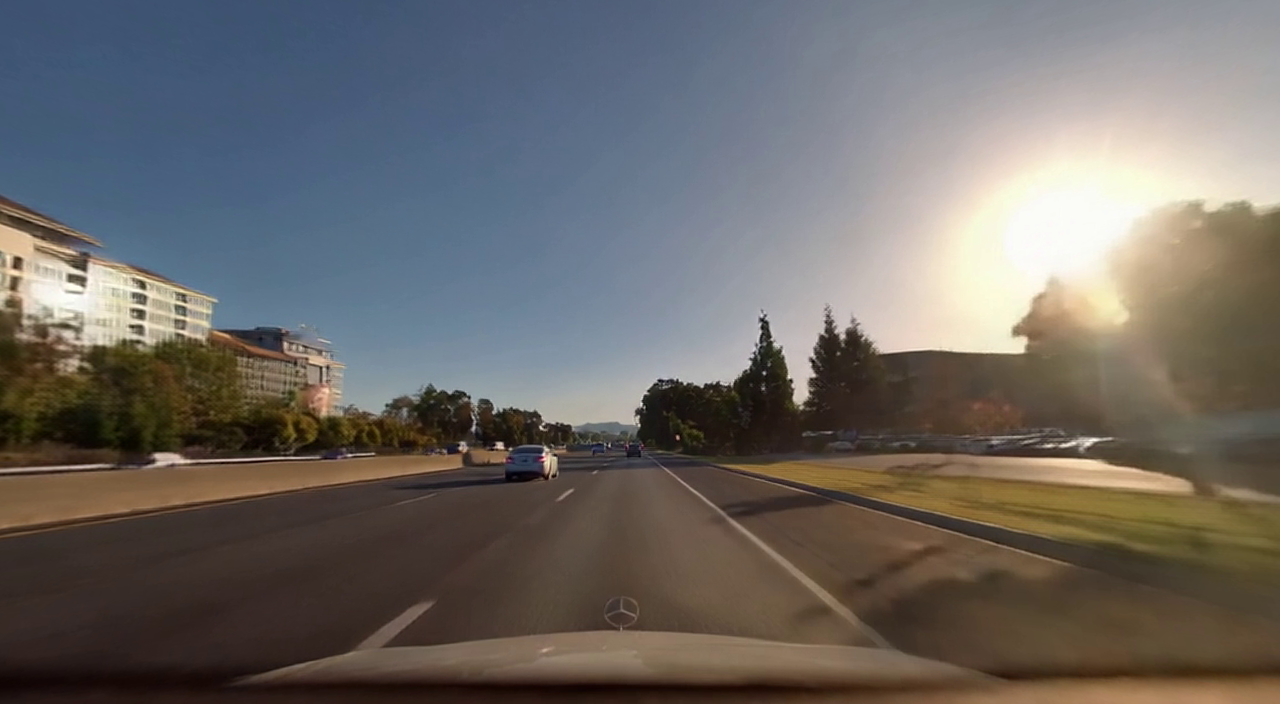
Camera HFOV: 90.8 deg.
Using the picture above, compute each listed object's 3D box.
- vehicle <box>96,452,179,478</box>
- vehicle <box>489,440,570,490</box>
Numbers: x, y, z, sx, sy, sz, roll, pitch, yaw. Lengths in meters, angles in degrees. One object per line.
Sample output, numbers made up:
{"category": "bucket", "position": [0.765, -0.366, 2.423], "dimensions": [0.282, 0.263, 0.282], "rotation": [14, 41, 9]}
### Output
{"category": "vehicle", "position": [-31.743, 7.140, 40.067], "dimensions": [1.782, 1.470, 4.149], "rotation": [0, -9, 0]}
{"category": "vehicle", "position": [-3.536, 3.695, 20.948], "dimensions": [1.920, 1.463, 4.134], "rotation": [0, -9, 0]}
